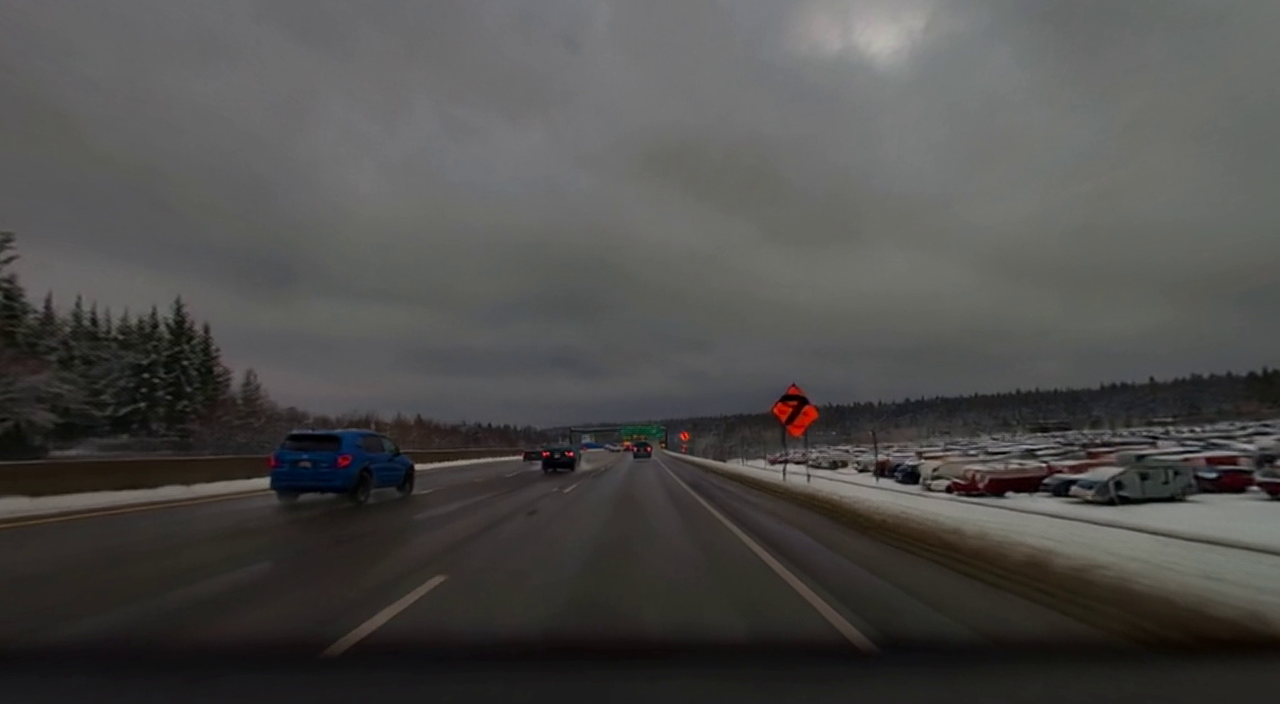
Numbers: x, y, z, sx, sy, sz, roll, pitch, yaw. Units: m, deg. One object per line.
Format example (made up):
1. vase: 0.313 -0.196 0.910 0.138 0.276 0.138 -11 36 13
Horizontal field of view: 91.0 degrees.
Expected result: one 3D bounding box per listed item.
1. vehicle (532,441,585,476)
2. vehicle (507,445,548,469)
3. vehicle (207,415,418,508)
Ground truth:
1. vehicle: -4.057 5.367 31.951 2.070 1.665 4.213 0 -9 1
2. vehicle: -7.704 7.194 43.458 1.991 1.538 4.360 0 -9 0
3. vehicle: -7.453 2.582 15.231 2.159 1.807 5.422 0 -9 0
